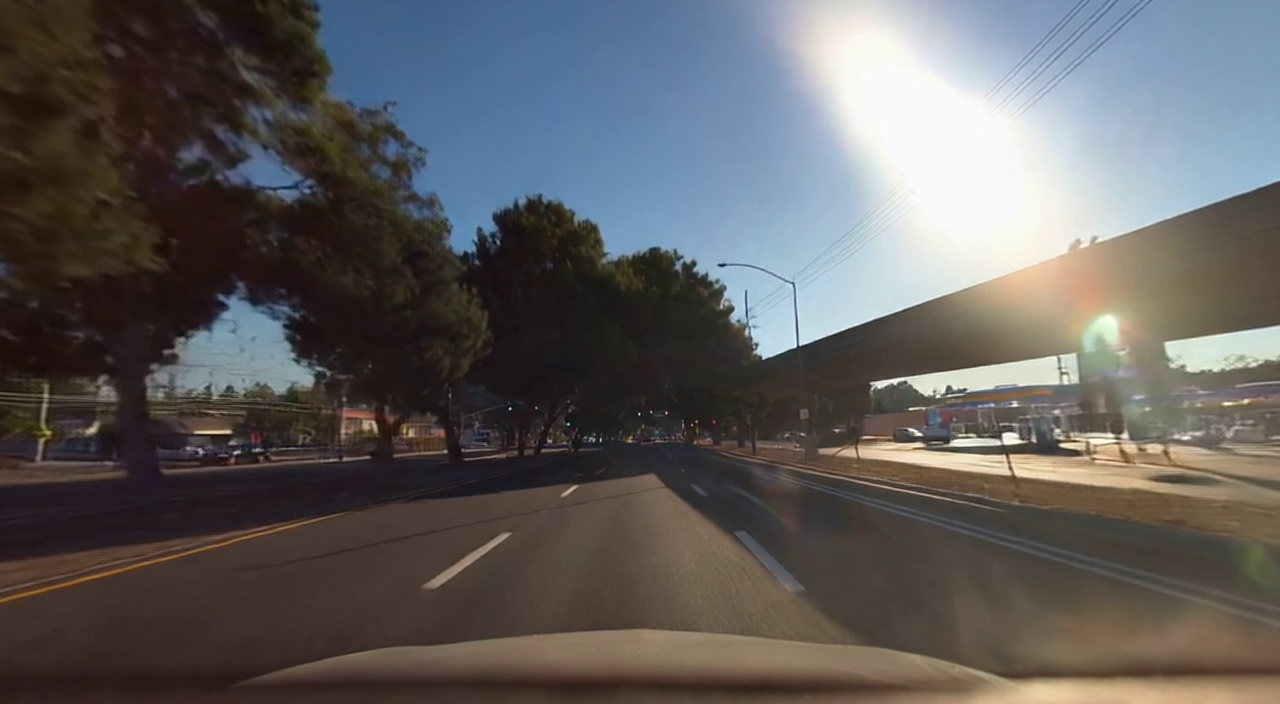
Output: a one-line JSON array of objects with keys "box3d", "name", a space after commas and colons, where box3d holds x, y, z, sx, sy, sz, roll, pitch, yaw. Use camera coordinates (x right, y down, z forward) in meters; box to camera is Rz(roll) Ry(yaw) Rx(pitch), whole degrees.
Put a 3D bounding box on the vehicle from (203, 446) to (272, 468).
[{"box3d": [-28.397, 7.385, 44.291, 4.488, 1.486, 1.991, -4, -9, 27], "name": "vehicle"}]
